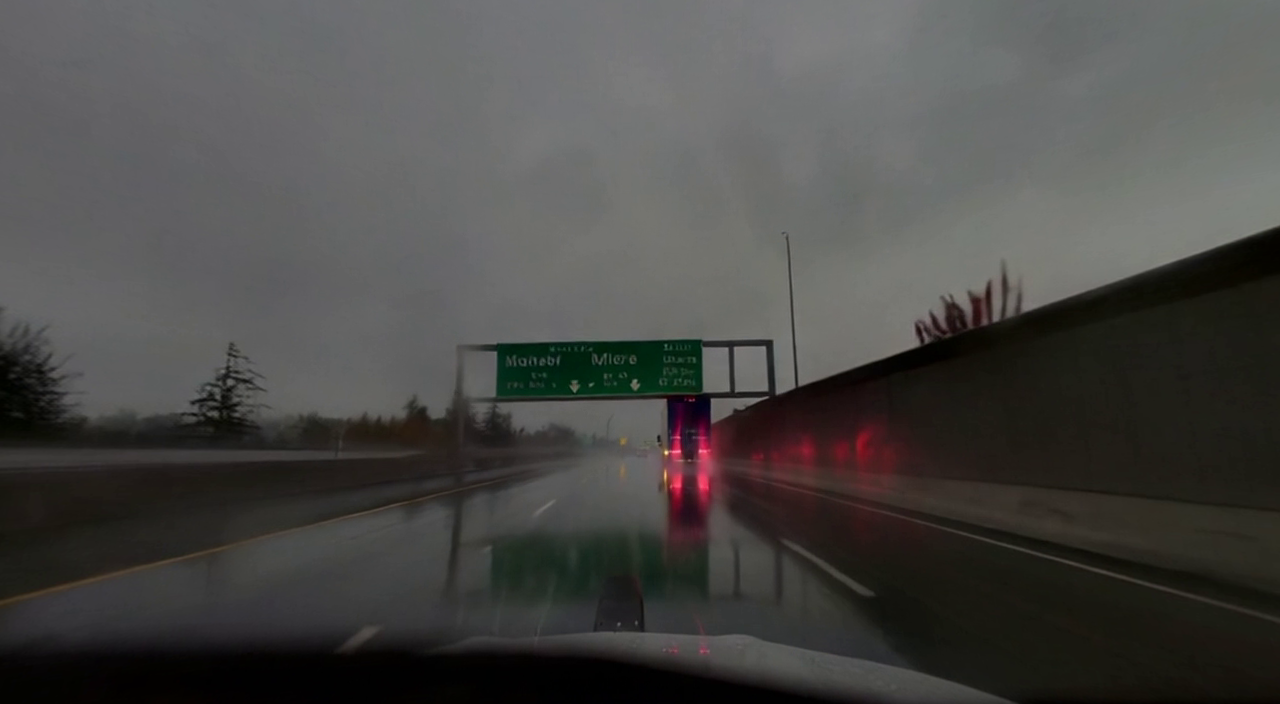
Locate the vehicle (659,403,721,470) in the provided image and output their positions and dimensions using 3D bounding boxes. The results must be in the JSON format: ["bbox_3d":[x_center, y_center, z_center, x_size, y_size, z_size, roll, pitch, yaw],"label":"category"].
[{"bbox_3d":[3.243,6.241,45.429,3.244,4.020,14.561,0,-9,0],"label":"vehicle"}]
